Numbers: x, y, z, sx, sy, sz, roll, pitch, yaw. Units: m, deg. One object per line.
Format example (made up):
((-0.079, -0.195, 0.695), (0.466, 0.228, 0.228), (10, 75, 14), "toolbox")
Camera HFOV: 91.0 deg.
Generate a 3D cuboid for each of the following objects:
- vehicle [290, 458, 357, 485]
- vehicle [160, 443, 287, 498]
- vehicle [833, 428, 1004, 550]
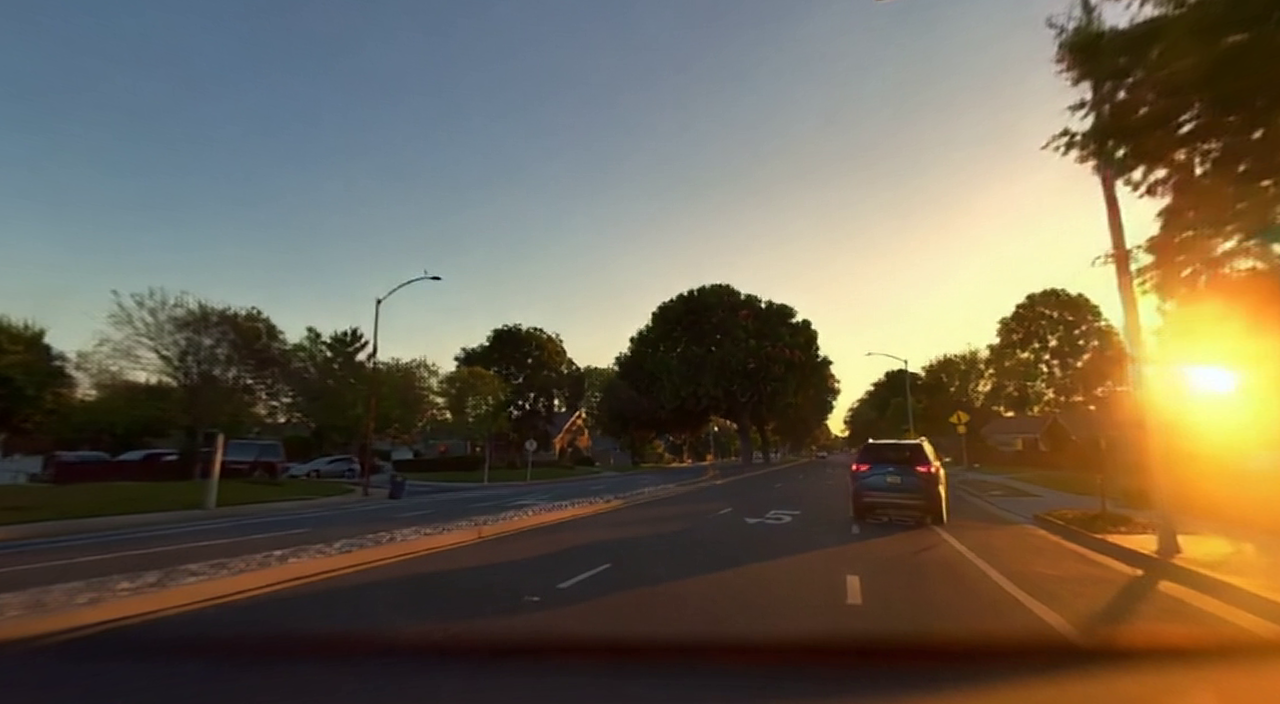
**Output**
((-23.806, 8.980, 47.533), (1.918, 1.796, 4.703), (-2, -9, 12), "vehicle")
((-22.049, 6.276, 33.720), (2.329, 2.631, 5.560), (-3, -9, 10), "vehicle")
((5.289, 2.359, 11.589), (2.018, 1.733, 4.546), (-6, -10, 33), "vehicle")
